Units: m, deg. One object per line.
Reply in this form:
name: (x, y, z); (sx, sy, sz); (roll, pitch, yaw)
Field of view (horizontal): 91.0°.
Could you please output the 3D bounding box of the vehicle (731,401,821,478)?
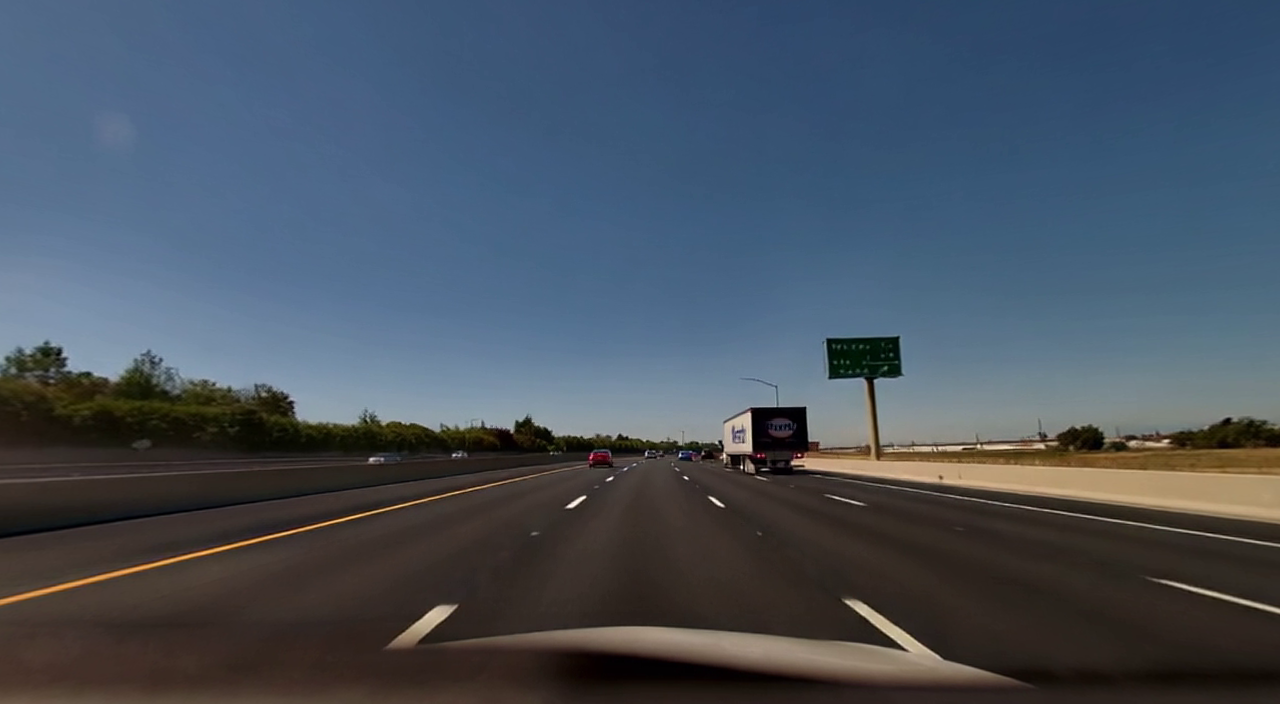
vehicle: (8.467, 5.899, 41.790); (2.912, 4.143, 15.538); (0, -9, 1)
